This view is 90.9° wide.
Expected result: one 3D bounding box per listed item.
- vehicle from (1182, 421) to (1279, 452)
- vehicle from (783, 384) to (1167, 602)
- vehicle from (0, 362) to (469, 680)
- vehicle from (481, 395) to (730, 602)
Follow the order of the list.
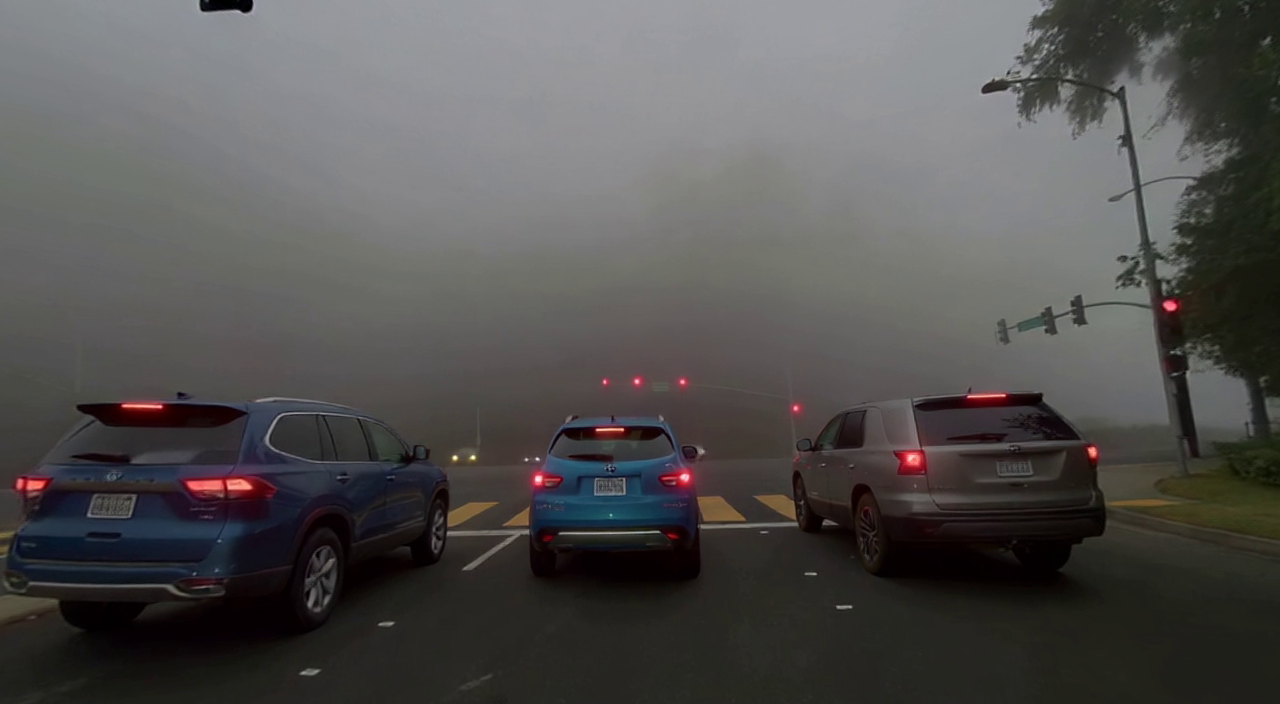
[{"bbox_3d":[32.866,4.674,34.807,4.175,1.634,1.877,1,-8,-5],"label":"vehicle"},{"bbox_3d":[3.272,1.487,7.514,2.083,1.779,4.532,0,-8,0],"label":"vehicle"},{"bbox_3d":[-3.272,1.284,5.886,2.047,1.810,4.414,0,-8,1],"label":"vehicle"},{"bbox_3d":[-0.233,1.514,7.322,2.067,1.702,3.987,0,-8,2],"label":"vehicle"}]
